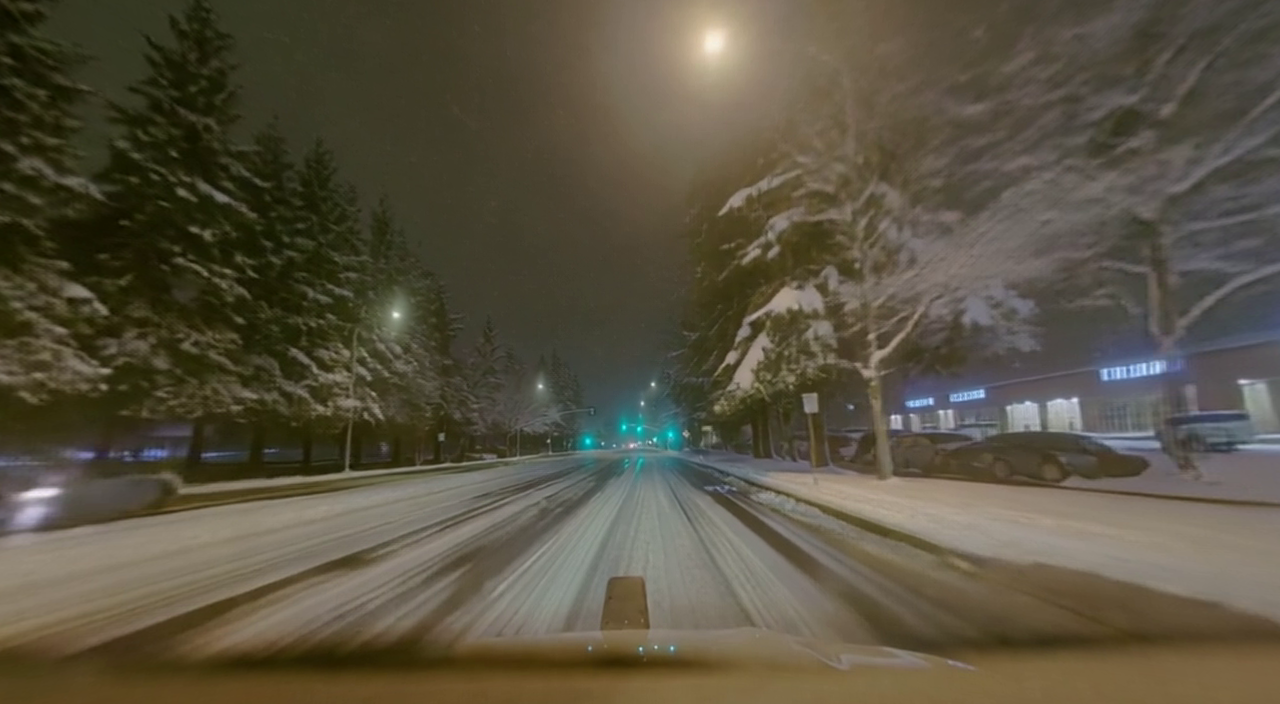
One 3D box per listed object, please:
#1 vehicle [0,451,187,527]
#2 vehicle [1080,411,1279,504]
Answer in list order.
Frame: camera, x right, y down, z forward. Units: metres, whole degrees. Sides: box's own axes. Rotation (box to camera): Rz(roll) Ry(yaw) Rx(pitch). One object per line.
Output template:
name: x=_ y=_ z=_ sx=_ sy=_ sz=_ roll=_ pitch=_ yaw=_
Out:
vehicle: x=-14.083 y=3.323 z=15.707 sx=2.044 sy=1.514 sz=4.704 roll=-4 pitch=-9 yaw=2
vehicle: x=11.129 y=1.909 z=11.424 sx=4.708 sy=1.511 sz=2.022 roll=0 pitch=-9 yaw=1
